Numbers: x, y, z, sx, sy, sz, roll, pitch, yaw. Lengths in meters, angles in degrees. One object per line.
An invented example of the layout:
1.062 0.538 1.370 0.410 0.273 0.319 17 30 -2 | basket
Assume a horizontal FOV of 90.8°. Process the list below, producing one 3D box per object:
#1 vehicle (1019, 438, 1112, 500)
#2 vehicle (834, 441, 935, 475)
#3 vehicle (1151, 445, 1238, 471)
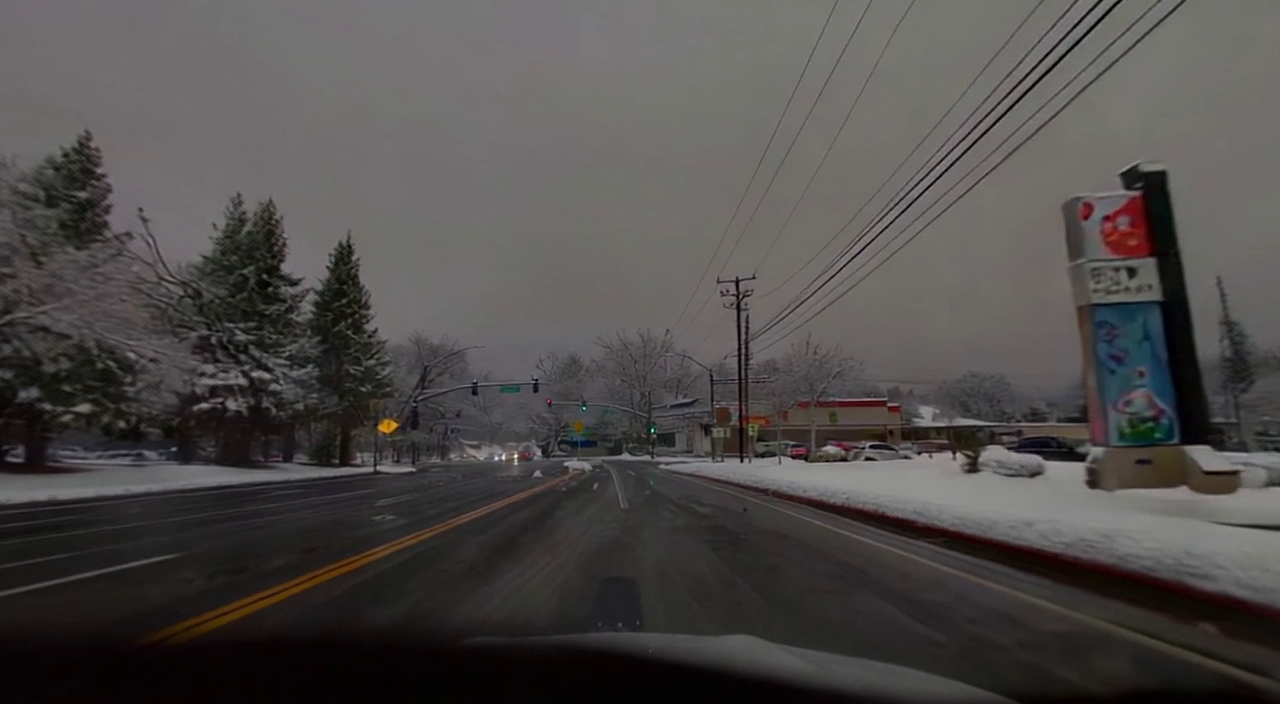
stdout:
14.391 3.971 21.654 2.086 1.845 4.694 -5 -11 28 | vehicle
14.110 6.151 36.712 4.996 1.720 2.027 1 -9 2 | vehicle
41.268 7.903 47.114 4.406 1.781 2.092 0 -10 1 | vehicle
